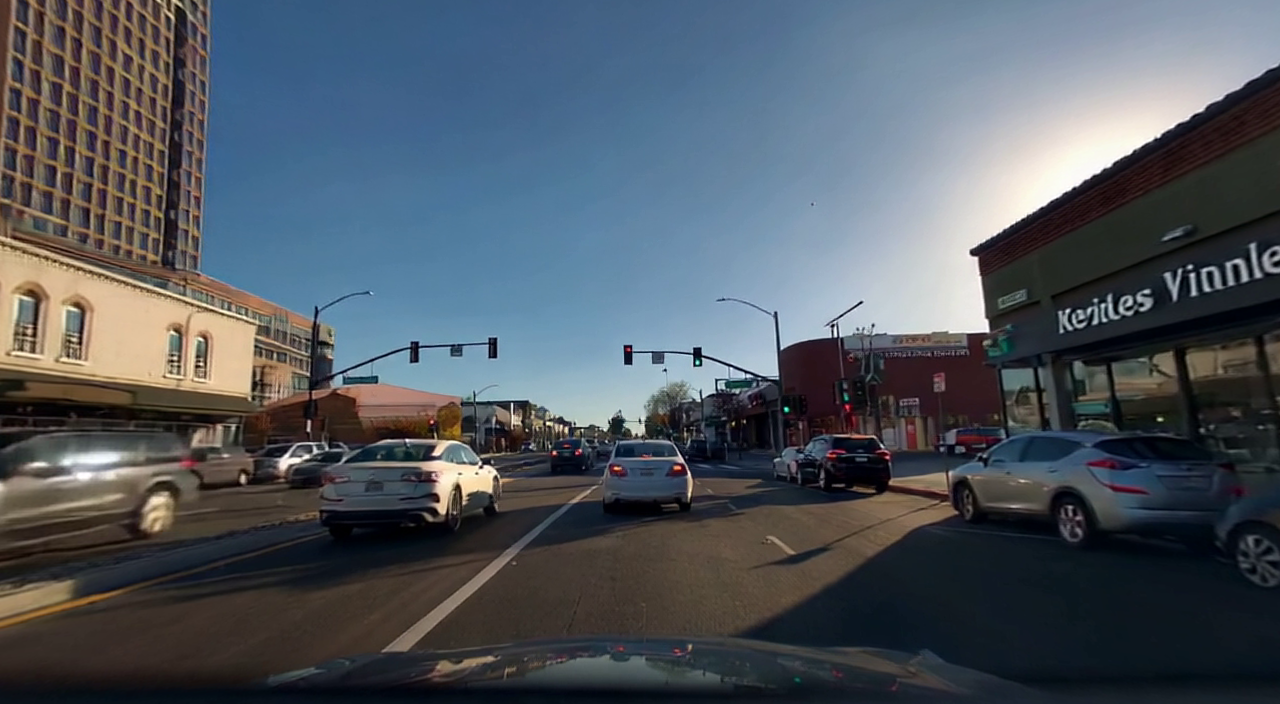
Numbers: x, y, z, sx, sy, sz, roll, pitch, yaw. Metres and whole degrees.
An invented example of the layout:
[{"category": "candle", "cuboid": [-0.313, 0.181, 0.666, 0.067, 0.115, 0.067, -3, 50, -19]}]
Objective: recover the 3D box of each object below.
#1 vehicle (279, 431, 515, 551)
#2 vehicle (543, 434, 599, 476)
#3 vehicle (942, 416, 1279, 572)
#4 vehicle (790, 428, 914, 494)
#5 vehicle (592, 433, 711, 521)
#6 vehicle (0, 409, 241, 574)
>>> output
[{"category": "vehicle", "cuboid": [-3.425, 2.039, 9.949, 1.950, 1.450, 4.257, 0, -9, 1]}, {"category": "vehicle", "cuboid": [-3.083, 4.717, 29.042, 2.007, 1.736, 4.185, 0, -9, 1]}, {"category": "vehicle", "cuboid": [6.647, 1.921, 9.347, 1.986, 1.722, 4.516, 0, -9, -2]}, {"category": "vehicle", "cuboid": [6.639, 3.489, 20.538, 2.289, 1.867, 5.322, 0, -9, 1]}, {"category": "vehicle", "cuboid": [0.171, 2.456, 12.935, 2.037, 1.484, 4.073, 0, -9, -1]}, {"category": "vehicle", "cuboid": [-7.686, 1.691, 8.108, 2.029, 1.700, 4.602, 0, -9, 1]}]
